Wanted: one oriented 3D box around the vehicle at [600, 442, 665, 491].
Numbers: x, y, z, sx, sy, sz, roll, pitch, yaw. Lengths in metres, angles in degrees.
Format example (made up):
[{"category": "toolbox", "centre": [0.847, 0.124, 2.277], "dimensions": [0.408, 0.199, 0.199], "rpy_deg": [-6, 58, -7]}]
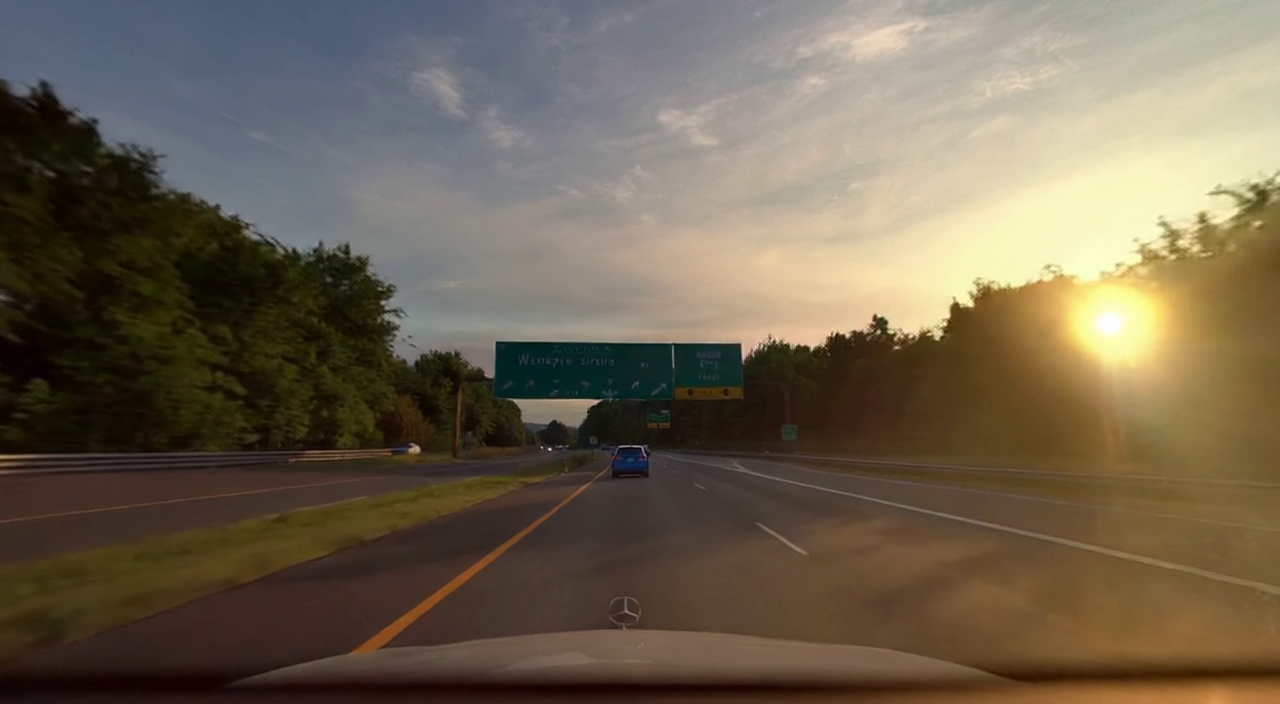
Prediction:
[{"category": "vehicle", "centre": [-0.239, 3.943, 22.007], "dimensions": [2.069, 1.523, 4.012], "rpy_deg": [0, -9, 0]}]
